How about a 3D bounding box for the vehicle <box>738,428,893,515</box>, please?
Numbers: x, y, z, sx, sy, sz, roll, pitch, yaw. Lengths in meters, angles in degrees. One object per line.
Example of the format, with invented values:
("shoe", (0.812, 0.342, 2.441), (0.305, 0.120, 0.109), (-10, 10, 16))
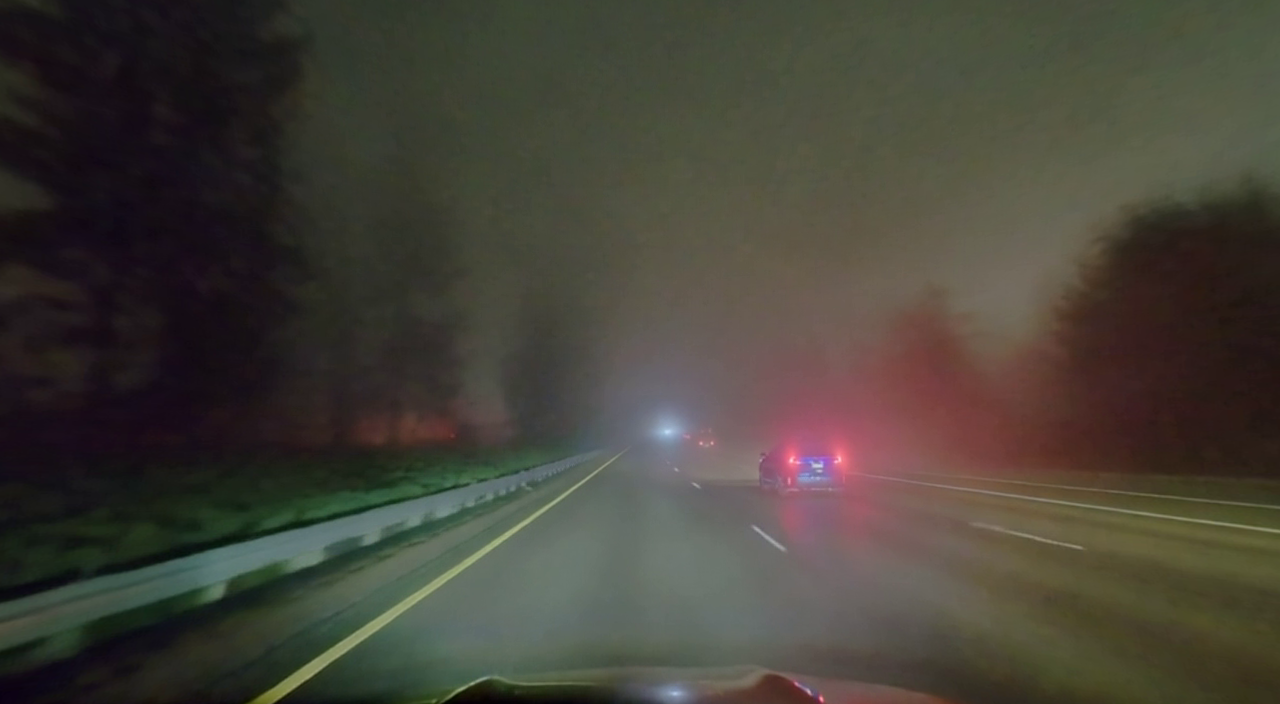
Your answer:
("vehicle", (3.513, 2.490, 13.630), (2.050, 1.546, 4.344), (0, -8, -1))
